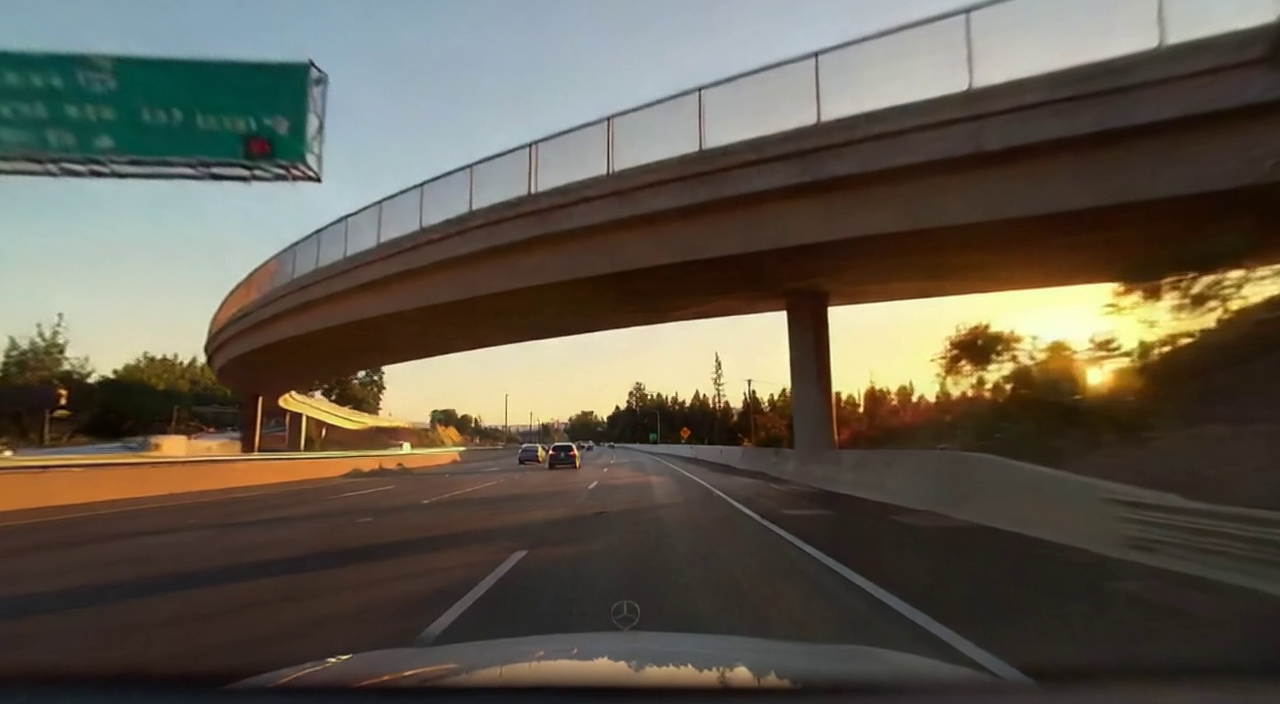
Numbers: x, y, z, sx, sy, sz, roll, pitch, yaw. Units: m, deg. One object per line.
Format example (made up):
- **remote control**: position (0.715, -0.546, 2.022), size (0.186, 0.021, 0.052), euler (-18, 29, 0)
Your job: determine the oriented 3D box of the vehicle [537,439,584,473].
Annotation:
- **vehicle**: position (-4.111, 5.440, 33.281), size (1.971, 1.643, 4.009), euler (0, -8, -1)
